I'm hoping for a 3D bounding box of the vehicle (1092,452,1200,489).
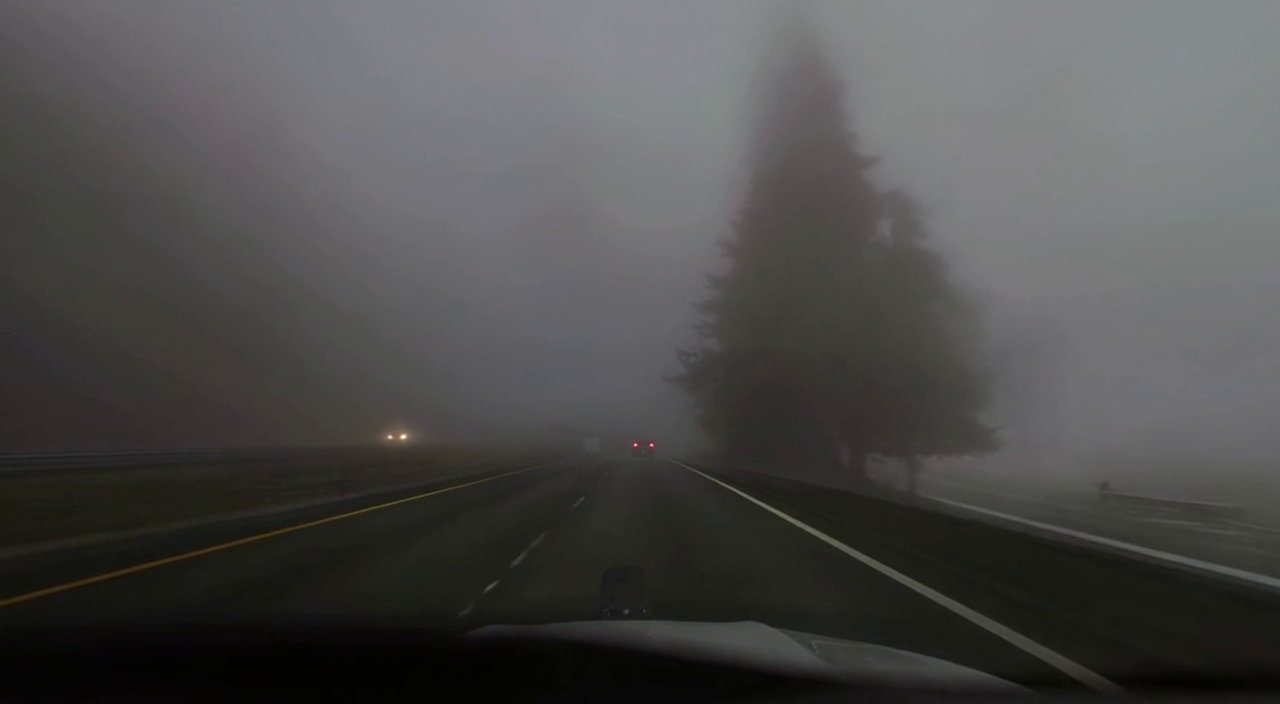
[{"bbox_3d":[24.102,5.616,30.238,1.889,1.560,4.976,-2,-8,12],"label":"vehicle"}]
